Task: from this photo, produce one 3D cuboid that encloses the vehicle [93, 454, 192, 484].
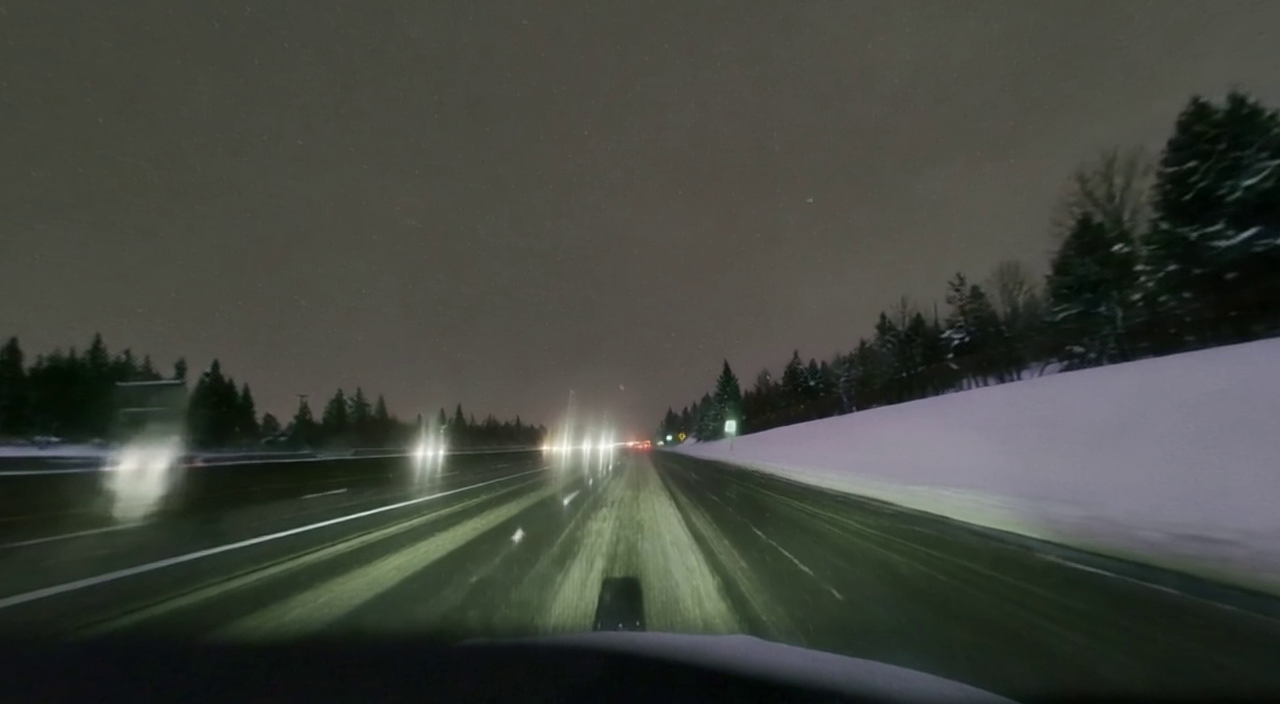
[{"bbox_3d":[-28.199,6.599,35.912,1.913,1.530,4.456,0,-9,1],"label":"vehicle"}]
